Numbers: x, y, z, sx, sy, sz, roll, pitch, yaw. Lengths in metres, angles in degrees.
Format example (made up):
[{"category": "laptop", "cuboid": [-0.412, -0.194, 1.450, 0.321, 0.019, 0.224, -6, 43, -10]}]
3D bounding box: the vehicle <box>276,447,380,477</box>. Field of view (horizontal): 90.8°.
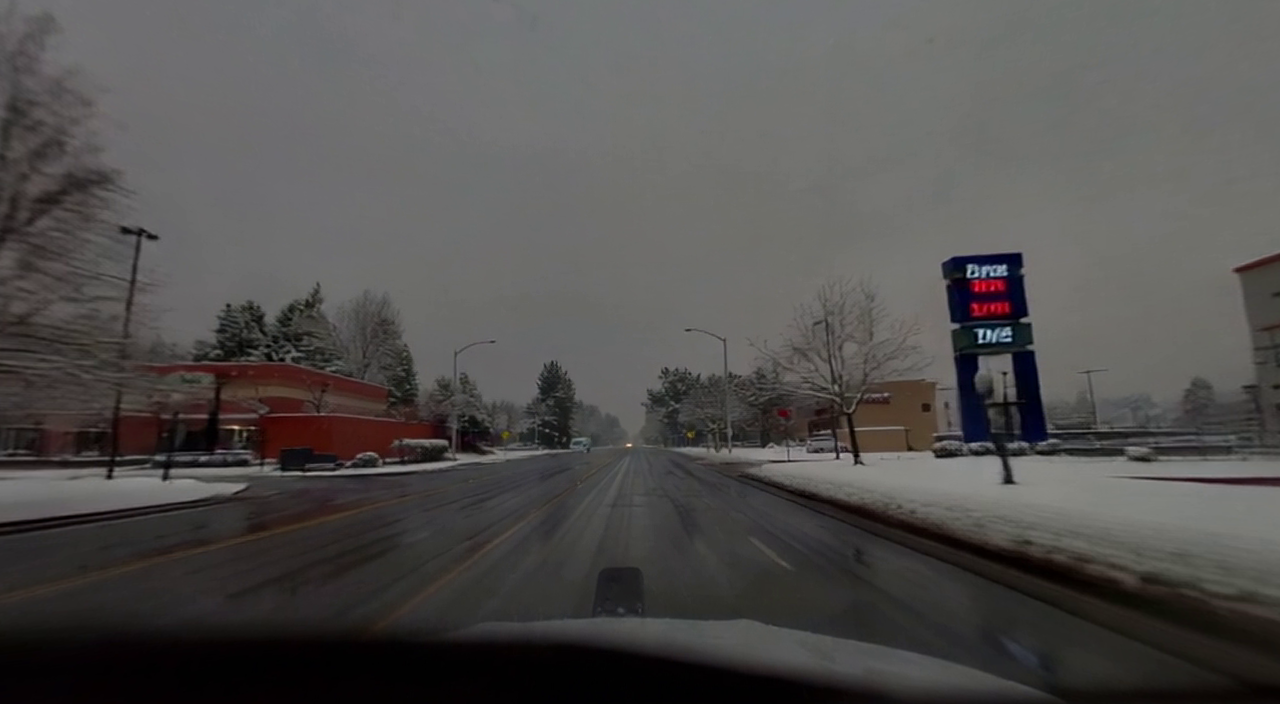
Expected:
[{"category": "vehicle", "cuboid": [-17.082, 6.043, 34.758, 4.658, 1.544, 2.056, 0, -8, 1]}]
